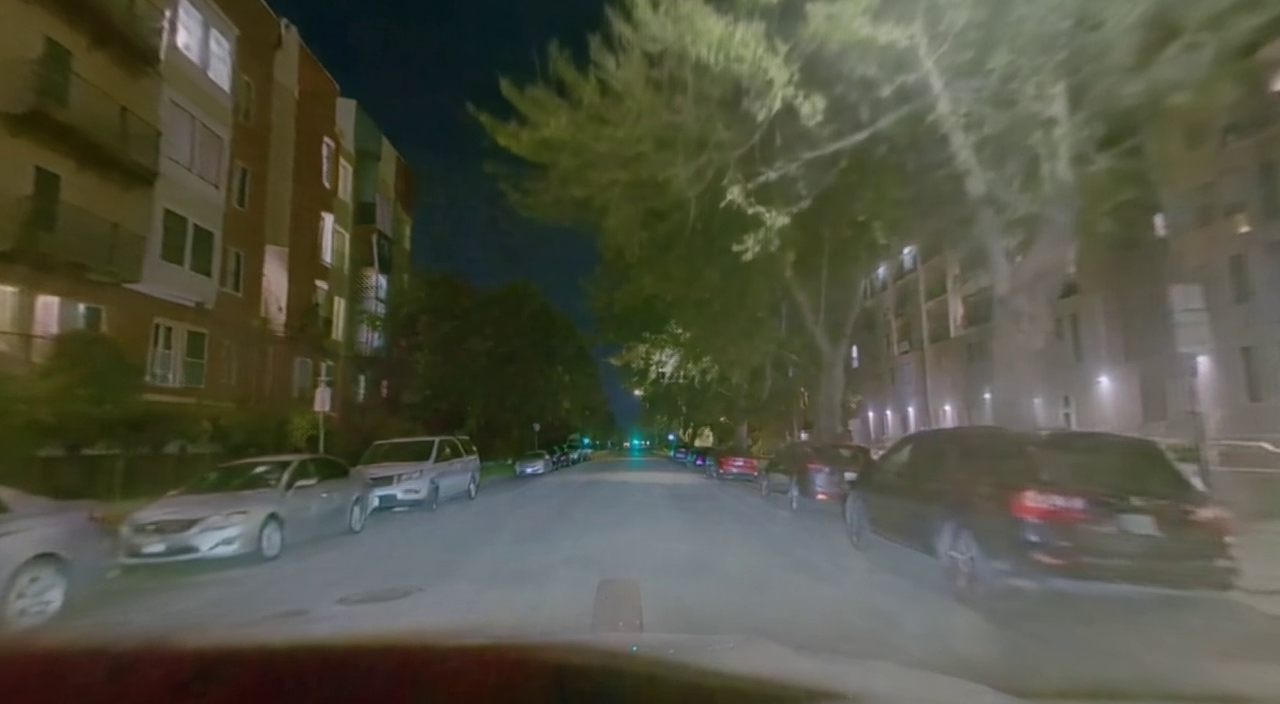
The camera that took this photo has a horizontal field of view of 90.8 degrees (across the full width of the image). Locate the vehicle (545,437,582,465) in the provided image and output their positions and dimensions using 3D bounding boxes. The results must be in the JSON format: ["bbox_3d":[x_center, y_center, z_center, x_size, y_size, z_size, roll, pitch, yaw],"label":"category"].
[{"bbox_3d":[-5.390,7.026,45.054,2.069,1.881,4.697,0,-8,0],"label":"vehicle"}]

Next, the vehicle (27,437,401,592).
[{"bbox_3d":[-5.344,2.039,9.014,2.026,1.461,4.837,-4,-8,0],"label":"vehicle"}]

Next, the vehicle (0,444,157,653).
[{"bbox_3d":[-5.414,1.324,3.645,1.799,1.440,4.411,-4,-8,0],"label":"vehicle"}]

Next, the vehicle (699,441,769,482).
[{"bbox_3d":[3.657,4.336,25.446,1.881,1.460,4.737,0,-8,-3],"label":"vehicle"}]

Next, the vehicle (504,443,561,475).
[{"bbox_3d":[-5.285,5.324,31.685,2.080,1.458,4.511,0,-8,0],"label":"vehicle"}]

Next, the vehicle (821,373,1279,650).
[{"bbox_3d":[3.757,1.408,6.724,2.082,1.809,4.998,0,-8,-1],"label":"vehicle"}]

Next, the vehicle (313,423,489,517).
[{"bbox_3d":[-5.289,2.678,14.949,2.213,1.825,4.986,0,-8,0],"label":"vehicle"}]
